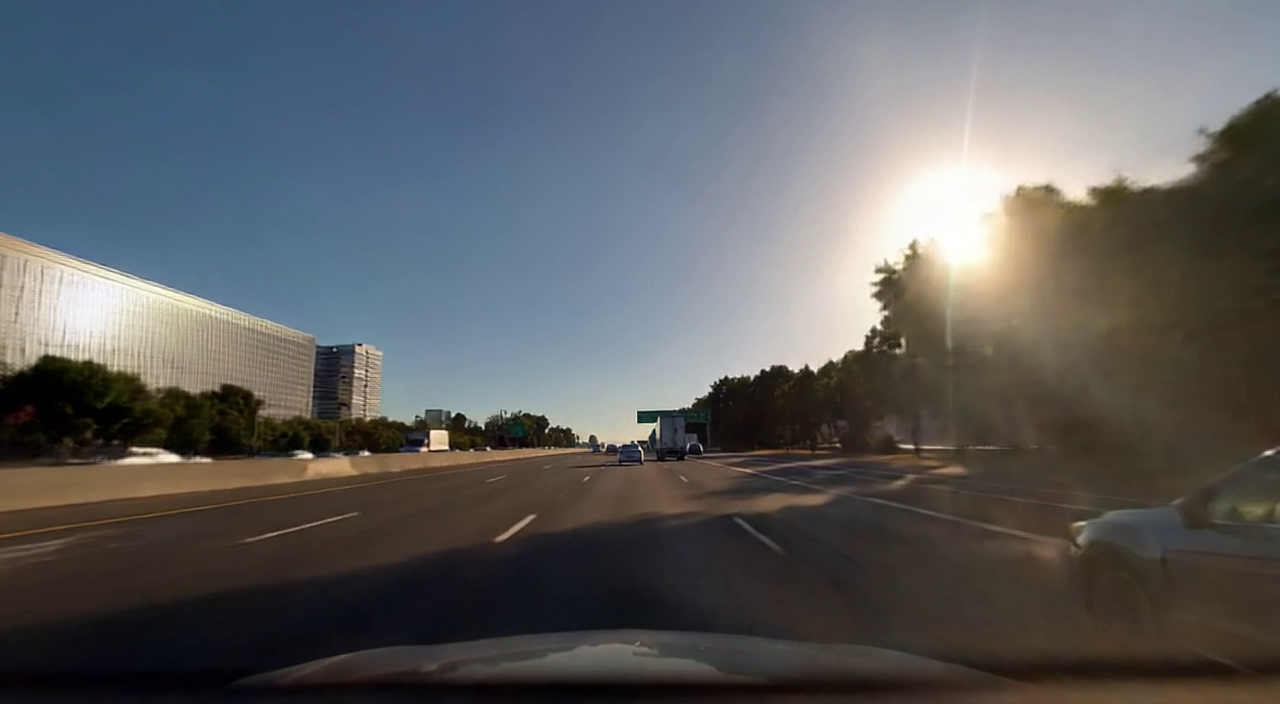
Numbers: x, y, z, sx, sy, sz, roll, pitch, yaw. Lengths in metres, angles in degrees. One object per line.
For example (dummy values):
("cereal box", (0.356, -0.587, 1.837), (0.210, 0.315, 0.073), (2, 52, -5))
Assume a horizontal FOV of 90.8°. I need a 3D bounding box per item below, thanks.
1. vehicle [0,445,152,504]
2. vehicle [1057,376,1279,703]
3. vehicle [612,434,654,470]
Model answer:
("vehicle", (-18.450, 3.764, 20.028), (2.031, 1.618, 4.888), (0, -8, 0))
("vehicle", (3.528, 0.764, 1.597), (1.950, 1.596, 4.326), (0, -8, 0))
("vehicle", (-0.417, 5.758, 36.578), (2.297, 1.912, 4.355), (0, -8, -1))
